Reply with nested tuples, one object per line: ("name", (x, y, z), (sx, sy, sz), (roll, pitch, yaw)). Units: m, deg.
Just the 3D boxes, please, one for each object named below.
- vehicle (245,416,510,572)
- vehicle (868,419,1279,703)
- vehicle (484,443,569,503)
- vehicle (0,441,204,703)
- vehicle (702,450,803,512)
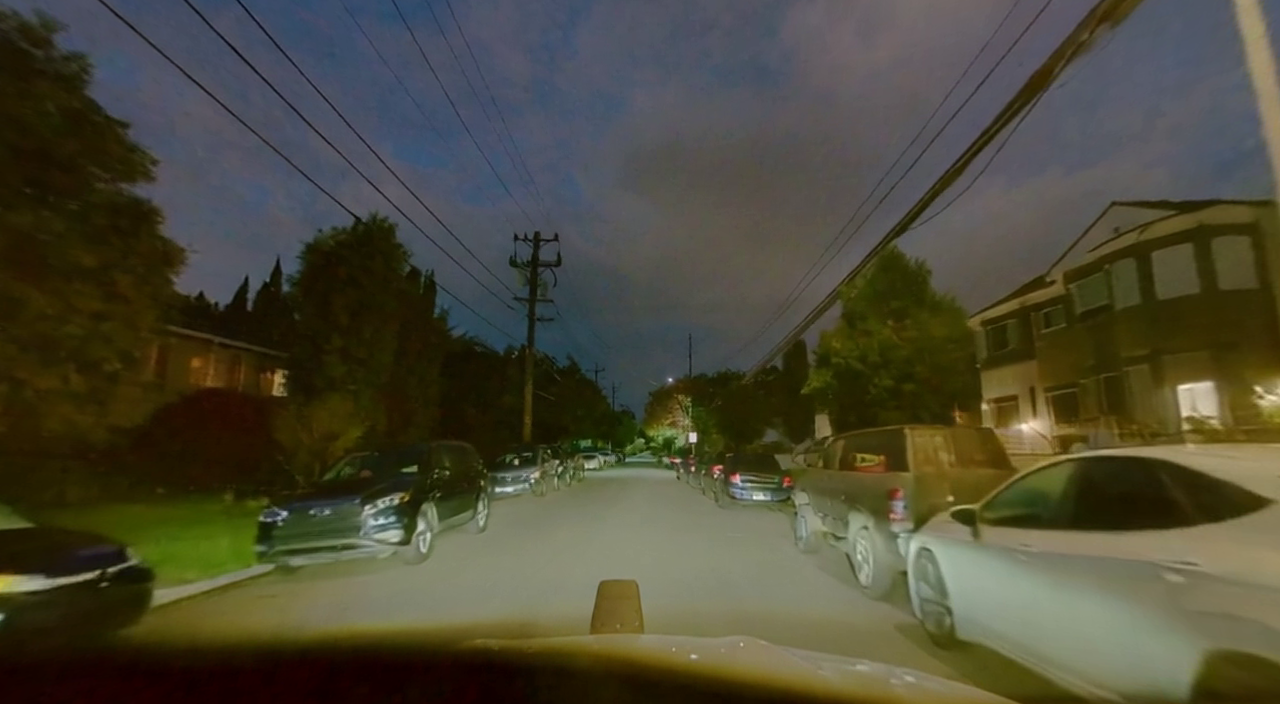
("vehicle", (-3.859, 2.180, 10.634), (2.280, 1.953, 5.092), (0, -8, 0))
("vehicle", (2.987, 1.184, 3.489), (1.878, 1.491, 4.495), (0, -8, 1))
("vehicle", (-3.699, 4.019, 21.490), (2.014, 1.780, 4.757), (0, -8, 0))
("vehicle", (-6.137, 1.384, 4.280), (4.816, 1.519, 1.920), (0, -9, -4))
("vehicle", (3.007, 3.547, 17.949), (1.952, 1.469, 4.776), (0, -8, 0))
